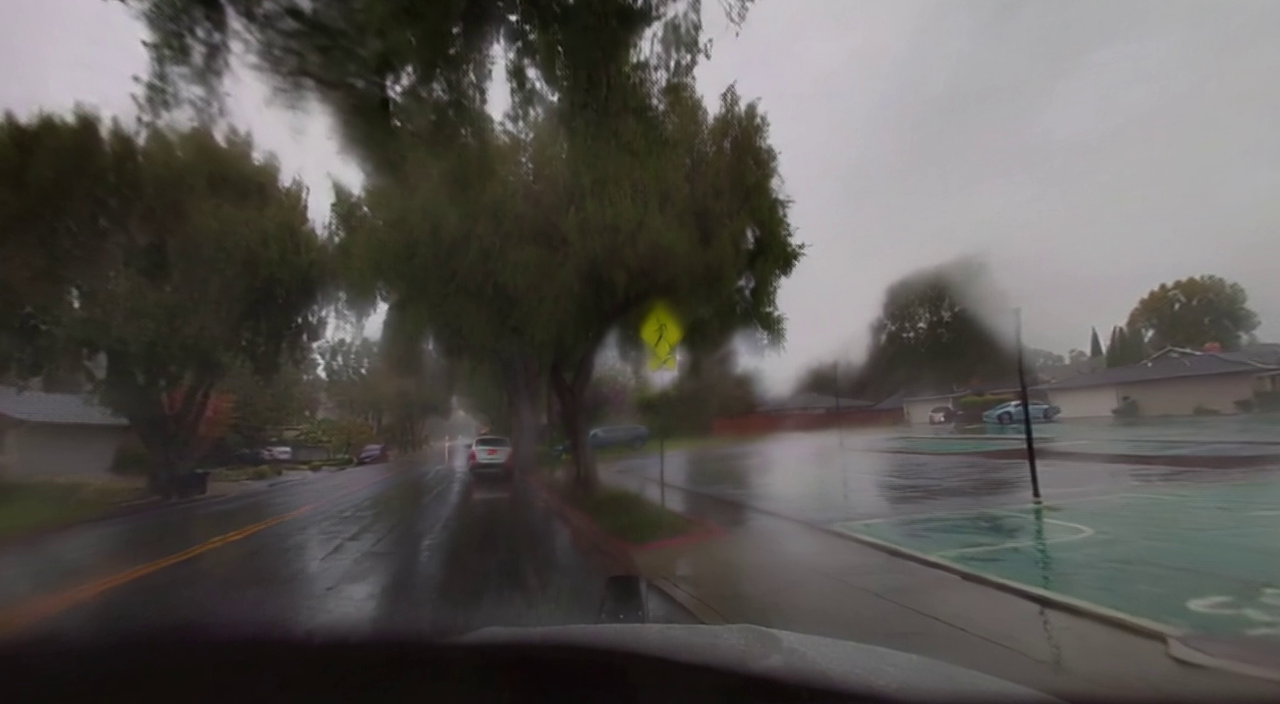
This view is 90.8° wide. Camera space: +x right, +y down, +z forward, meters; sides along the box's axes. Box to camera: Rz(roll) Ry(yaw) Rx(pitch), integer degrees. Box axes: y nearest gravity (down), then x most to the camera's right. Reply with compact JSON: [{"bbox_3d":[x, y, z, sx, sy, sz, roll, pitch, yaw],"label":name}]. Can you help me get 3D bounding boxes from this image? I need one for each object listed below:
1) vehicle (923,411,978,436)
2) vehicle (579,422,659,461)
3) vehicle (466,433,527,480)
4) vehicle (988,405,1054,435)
[{"bbox_3d":[22.084,5.105,44.835,4.245,1.601,1.912,7,-12,-41],"label":"vehicle"},{"bbox_3d":[-1.147,5.110,36.447,1.954,1.696,4.390,-8,-5,42],"label":"vehicle"},{"bbox_3d":[-5.965,4.270,26.056,2.204,1.776,4.262,2,-9,-14],"label":"vehicle"},{"bbox_3d":[23.413,4.206,38.780,4.481,1.634,1.973,7,-11,-39],"label":"vehicle"}]
